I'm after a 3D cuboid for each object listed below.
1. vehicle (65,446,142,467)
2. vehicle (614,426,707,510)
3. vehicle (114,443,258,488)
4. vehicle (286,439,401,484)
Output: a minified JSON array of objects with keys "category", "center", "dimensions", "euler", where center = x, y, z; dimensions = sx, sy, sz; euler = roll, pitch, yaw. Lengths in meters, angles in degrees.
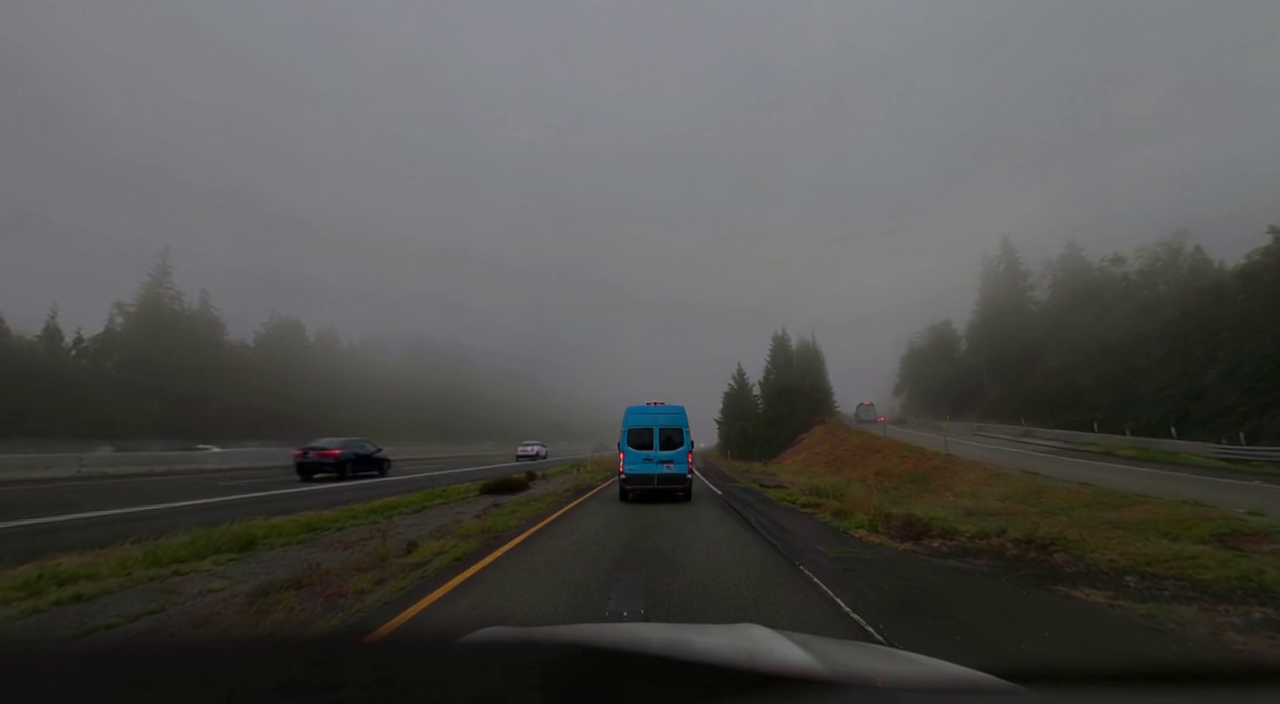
[{"category":"vehicle","center":[-40.820,7.963,48.116],"dimensions":[1.803,1.464,4.455],"euler":[-1,-8,3]},{"category":"vehicle","center":[0.439,2.875,16.171],"dimensions":[2.043,1.821,4.558],"euler":[0,-8,0]},{"category":"vehicle","center":[-16.700,4.163,23.538],"dimensions":[1.933,1.485,4.454],"euler":[-1,-8,3]},{"category":"vehicle","center":[-12.296,4.544,26.689],"dimensions":[2.050,1.676,5.319],"euler":[-1,-8,3]}]
